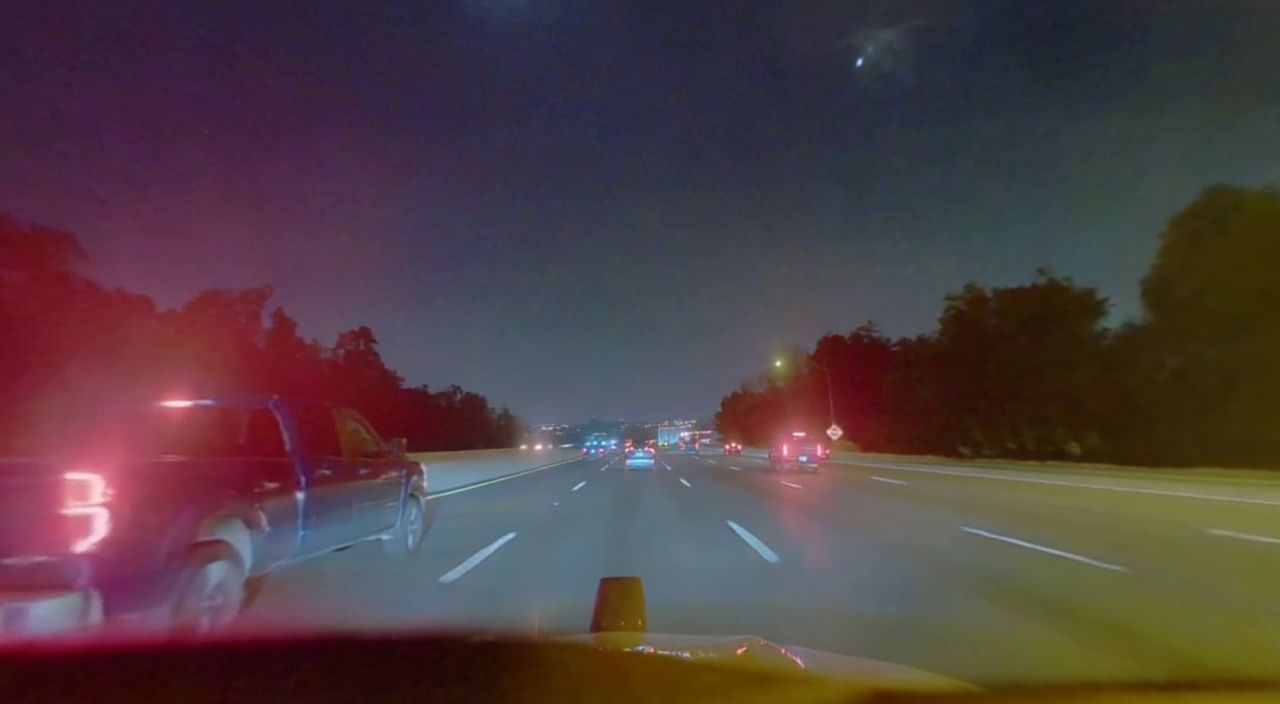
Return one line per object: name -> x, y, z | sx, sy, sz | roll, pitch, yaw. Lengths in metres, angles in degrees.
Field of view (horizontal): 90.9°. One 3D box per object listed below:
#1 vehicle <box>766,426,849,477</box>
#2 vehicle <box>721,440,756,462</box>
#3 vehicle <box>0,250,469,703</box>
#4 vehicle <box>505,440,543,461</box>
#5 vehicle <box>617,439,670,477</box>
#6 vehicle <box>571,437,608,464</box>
vehicle -> 6.939, 4.198, 26.807 | 2.094, 1.916, 5.099 | 0, -9, 0
vehicle -> 7.198, 7.259, 46.434 | 1.894, 1.511, 4.148 | 0, -9, -1
vehicle -> -3.421, 1.028, 4.794 | 2.487, 1.979, 5.742 | 0, -8, 2
vehicle -> -9.092, 7.780, 49.878 | 2.089, 1.532, 4.432 | 0, -9, 1
vehicle -> 0.128, 4.471, 26.781 | 2.071, 1.464, 4.162 | 0, -9, 0
vehicle -> -3.390, 6.719, 42.936 | 2.140, 1.720, 4.410 | 0, -9, 0
